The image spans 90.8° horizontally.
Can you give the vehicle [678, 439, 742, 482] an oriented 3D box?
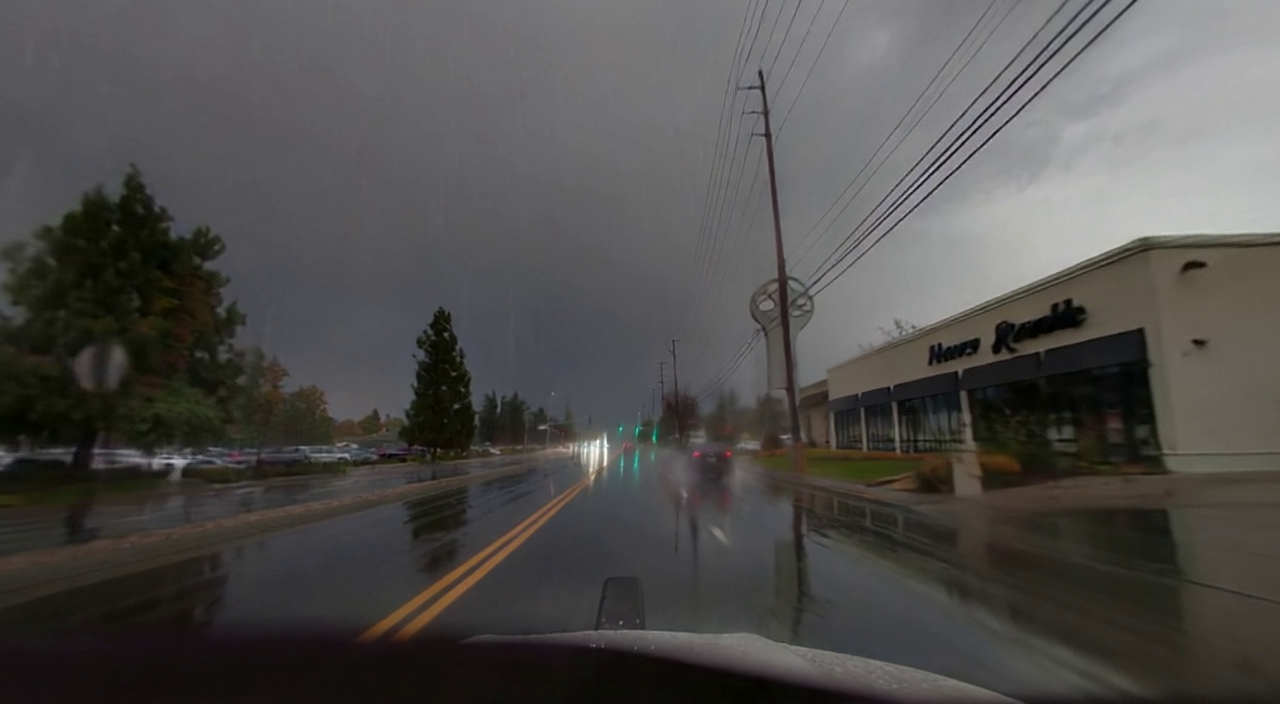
[{"bbox_3d":[2.633,4.192,24.648,1.975,1.497,3.647,0,-9,-1],"label":"vehicle"}]
